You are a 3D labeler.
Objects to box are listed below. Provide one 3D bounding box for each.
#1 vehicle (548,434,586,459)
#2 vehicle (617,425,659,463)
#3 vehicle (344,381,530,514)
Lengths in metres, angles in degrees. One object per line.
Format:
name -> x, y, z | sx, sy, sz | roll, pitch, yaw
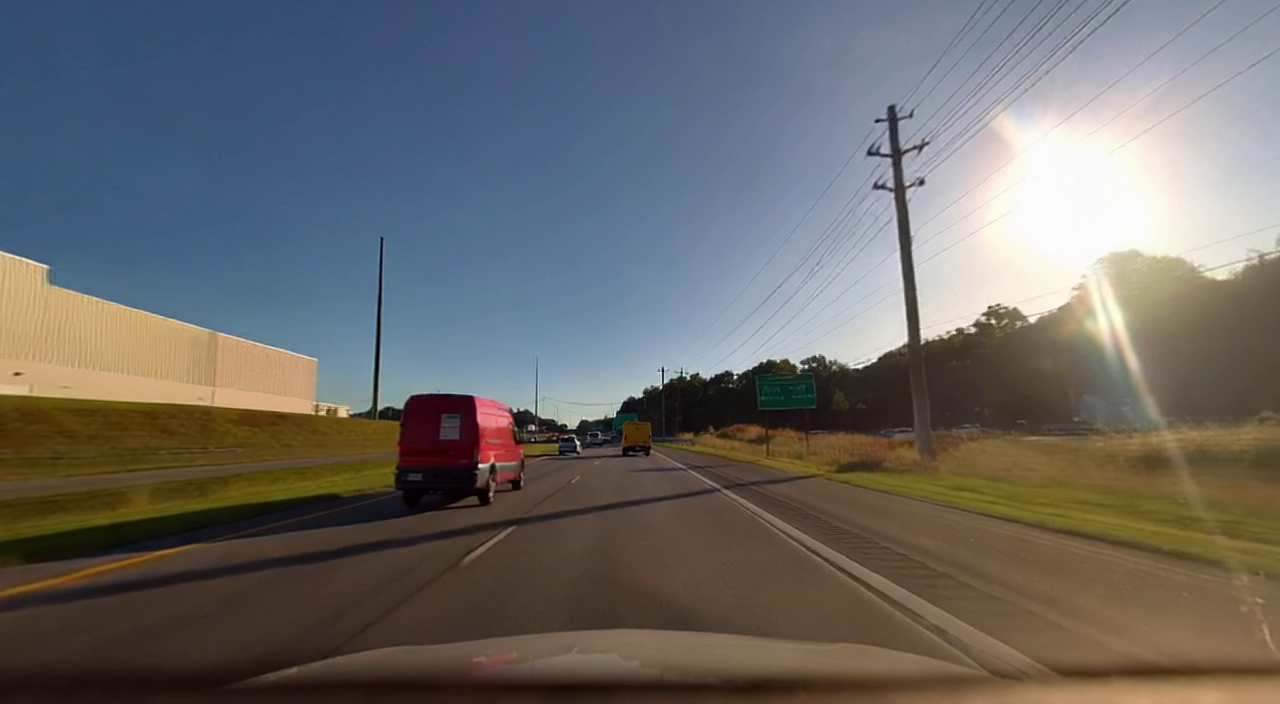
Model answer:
vehicle -> -4.739, 6.197, 41.443 | 2.058, 1.557, 4.125 | 0, -8, -1
vehicle -> -0.167, 5.201, 35.712 | 2.213, 1.997, 4.456 | 0, -8, -1
vehicle -> -4.215, 2.125, 14.460 | 2.388, 2.410, 5.787 | 0, -8, -1
